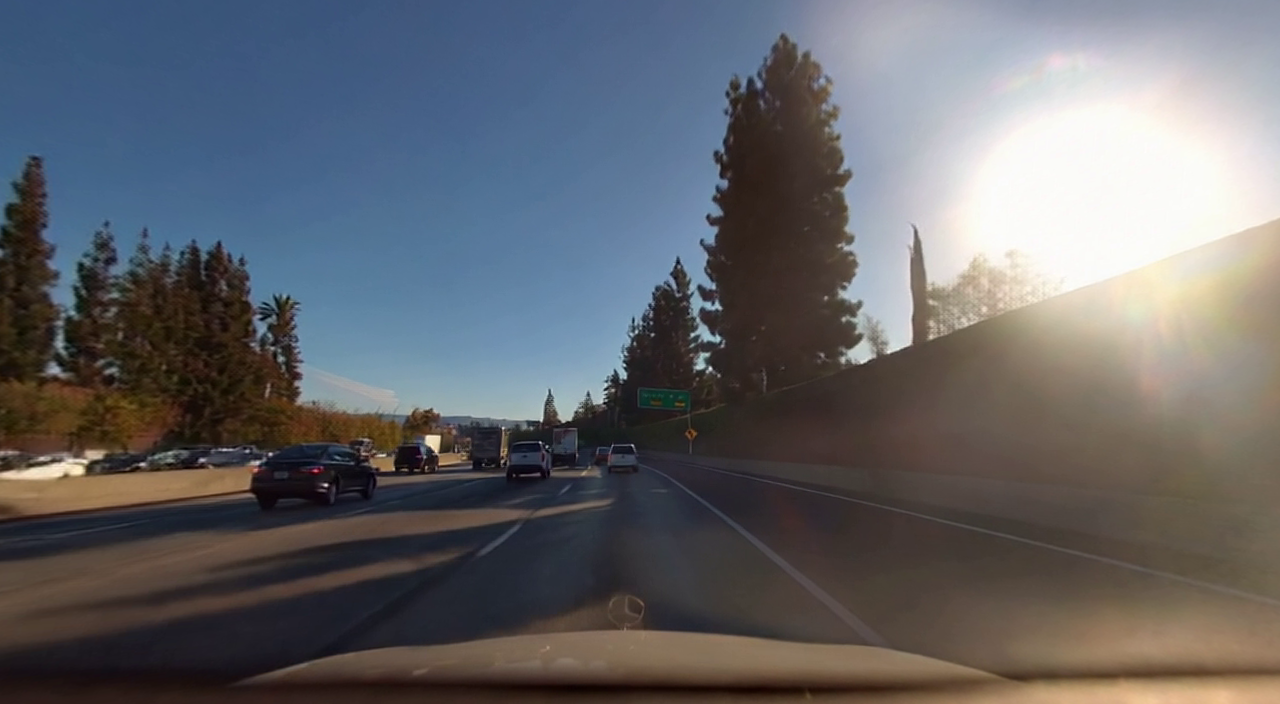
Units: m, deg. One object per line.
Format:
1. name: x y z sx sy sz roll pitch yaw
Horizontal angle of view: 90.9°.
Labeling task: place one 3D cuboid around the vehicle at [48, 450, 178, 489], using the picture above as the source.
1. vehicle: -23.711 5.252 28.662 1.938 1.565 4.708 0 -8 -1

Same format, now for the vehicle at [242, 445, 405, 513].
1. vehicle: -7.854 3.148 16.239 1.896 1.465 4.399 0 -8 0

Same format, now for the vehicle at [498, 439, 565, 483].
1. vehicle: -4.259 4.352 25.521 2.005 1.631 4.295 0 -8 -1

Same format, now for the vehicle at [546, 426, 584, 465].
1. vehicle: -5.408 6.863 46.253 2.279 2.672 5.256 0 -8 -2

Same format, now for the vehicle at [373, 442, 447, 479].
1. vehicle: -11.938 5.637 33.186 2.079 1.807 5.187 0 -8 -2

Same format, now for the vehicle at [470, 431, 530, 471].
1. vehicle: -9.114 6.517 41.659 2.773 2.402 6.232 0 -8 -2

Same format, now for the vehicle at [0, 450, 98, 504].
1. vehicle: -19.557 3.789 19.316 1.903 1.506 4.545 0 -8 -1

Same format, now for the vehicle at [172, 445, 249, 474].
1. vehicle: -28.706 7.150 42.366 2.066 1.821 4.738 0 -8 -4

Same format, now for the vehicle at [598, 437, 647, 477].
1. vehicle: -0.828 4.803 29.065 2.092 1.671 3.772 0 -8 -2
